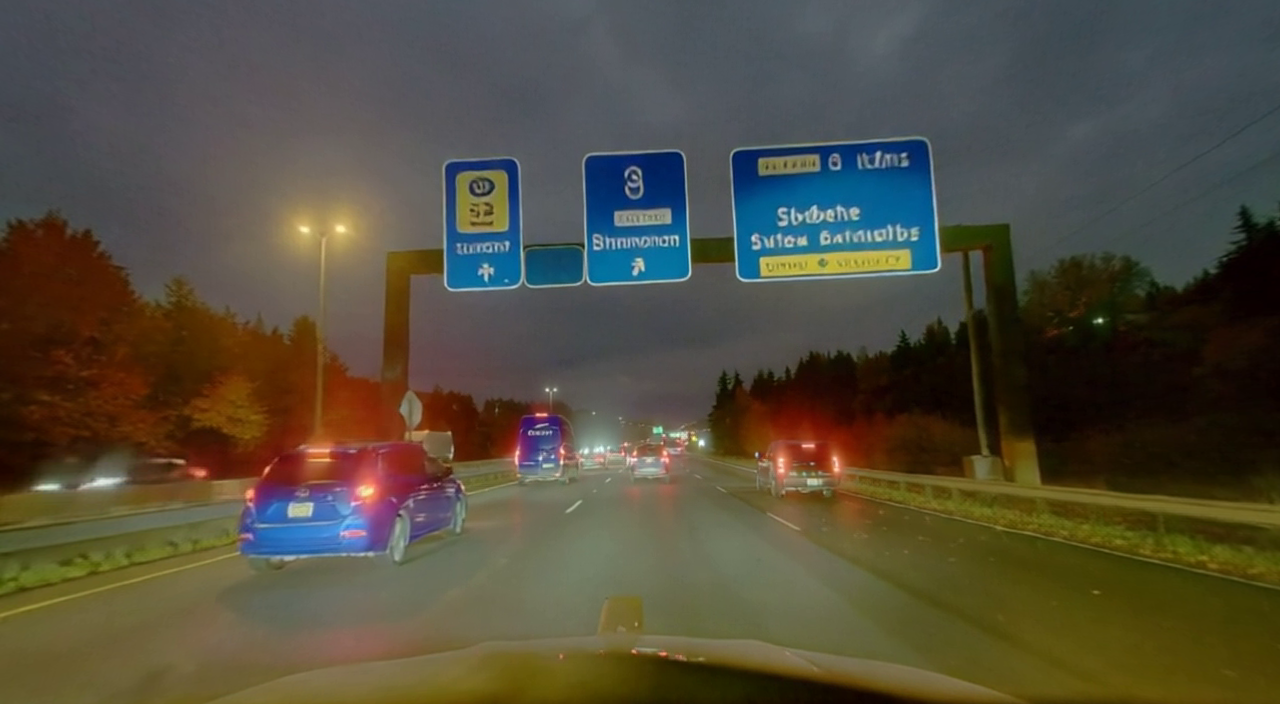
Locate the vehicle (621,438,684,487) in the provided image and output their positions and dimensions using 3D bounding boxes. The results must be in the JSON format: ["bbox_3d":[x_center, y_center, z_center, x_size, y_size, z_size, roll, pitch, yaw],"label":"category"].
[{"bbox_3d":[0.447,4.134,23.756,2.195,1.679,4.070,0,-9,1],"label":"vehicle"}]

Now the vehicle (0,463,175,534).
[{"bbox_3d":[-14.926,3.766,16.628,1.832,1.494,4.349,0,-9,0],"label":"vehicle"}]

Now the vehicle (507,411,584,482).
[{"bbox_3d":[-3.866,4.053,26.903,2.275,2.692,5.810,0,-9,1],"label":"vehicle"}]

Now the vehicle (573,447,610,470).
[{"bbox_3d":[-3.223,7.135,42.178,2.015,1.496,4.312,-1,-9,2],"label":"vehicle"}]

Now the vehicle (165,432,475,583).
[{"bbox_3d":[-3.745,1.873,8.325,1.977,1.485,3.973,0,-9,0],"label":"vehicle"}]
